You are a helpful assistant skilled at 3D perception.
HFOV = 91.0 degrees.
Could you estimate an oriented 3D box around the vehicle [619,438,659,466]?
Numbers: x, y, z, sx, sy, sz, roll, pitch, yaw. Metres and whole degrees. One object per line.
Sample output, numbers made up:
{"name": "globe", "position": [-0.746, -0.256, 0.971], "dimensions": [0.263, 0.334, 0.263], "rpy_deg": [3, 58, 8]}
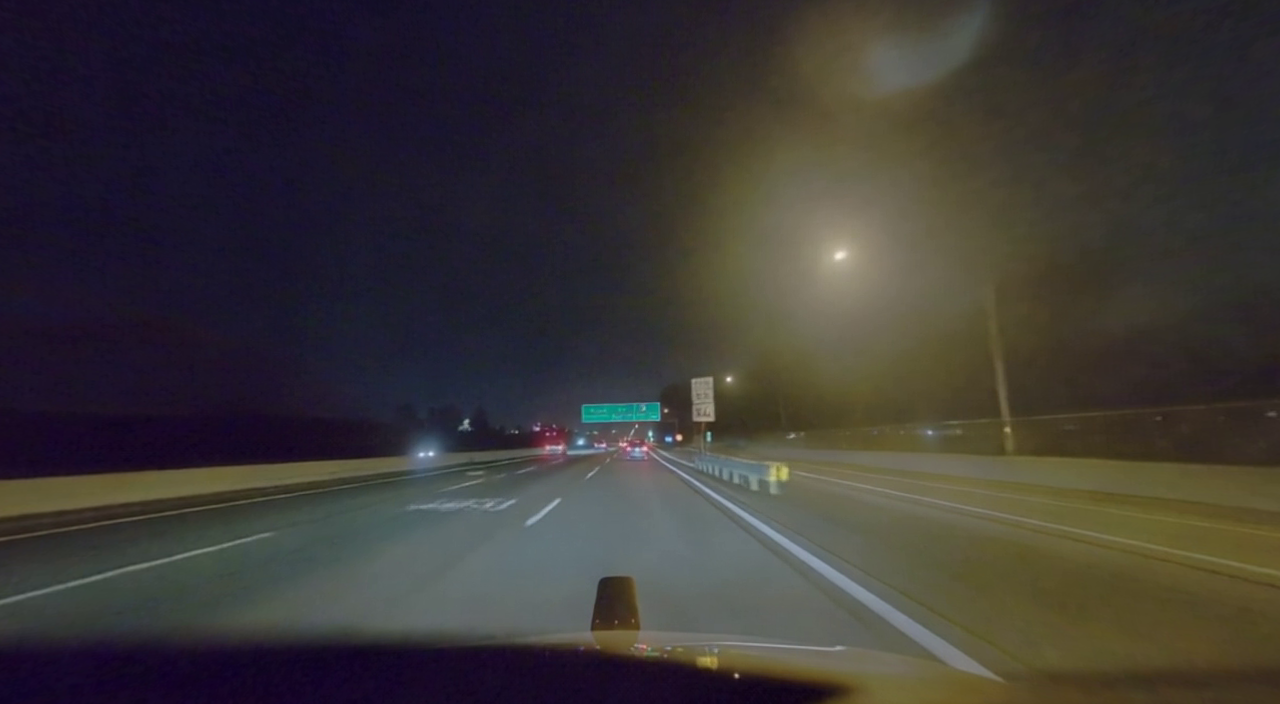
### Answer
{"name": "vehicle", "position": [-0.086, 5.550, 35.143], "dimensions": [2.072, 1.440, 3.690], "rpy_deg": [0, -8, -1]}
